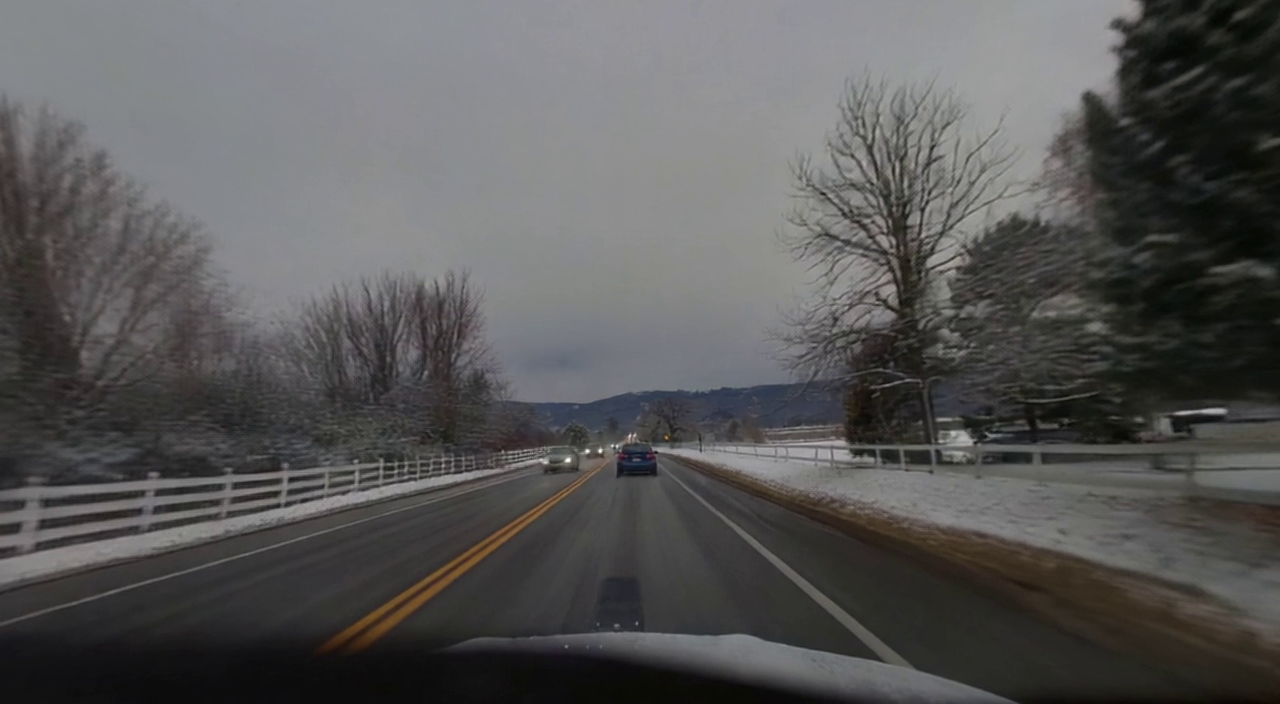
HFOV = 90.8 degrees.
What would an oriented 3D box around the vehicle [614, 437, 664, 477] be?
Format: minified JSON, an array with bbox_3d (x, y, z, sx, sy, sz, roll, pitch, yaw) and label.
[{"bbox_3d":[-0.070,4.782,28.959,2.158,1.669,4.006,0,-8,-1],"label":"vehicle"}]

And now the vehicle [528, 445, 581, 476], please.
[{"bbox_3d":[-4.317,5.561,32.647,2.092,1.490,4.422,0,-8,0],"label":"vehicle"}]
